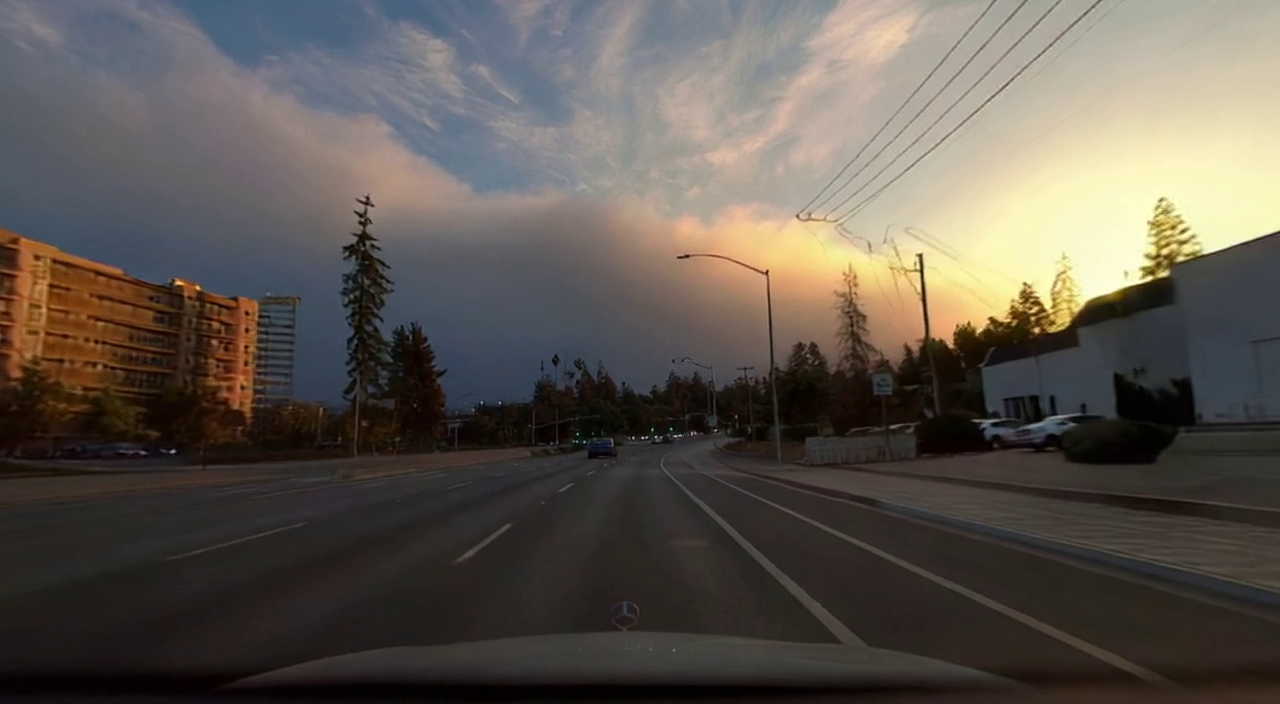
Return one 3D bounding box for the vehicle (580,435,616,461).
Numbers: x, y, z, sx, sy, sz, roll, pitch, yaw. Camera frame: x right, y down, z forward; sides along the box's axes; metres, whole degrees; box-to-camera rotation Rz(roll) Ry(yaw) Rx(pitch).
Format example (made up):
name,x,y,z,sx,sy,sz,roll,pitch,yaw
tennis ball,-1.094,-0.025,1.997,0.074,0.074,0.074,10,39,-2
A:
name,x,y,z,sx,sy,sz,roll,pitch,yaw
vehicle,-2.848,6.639,43.696,2.121,1.654,3.993,0,-8,2
